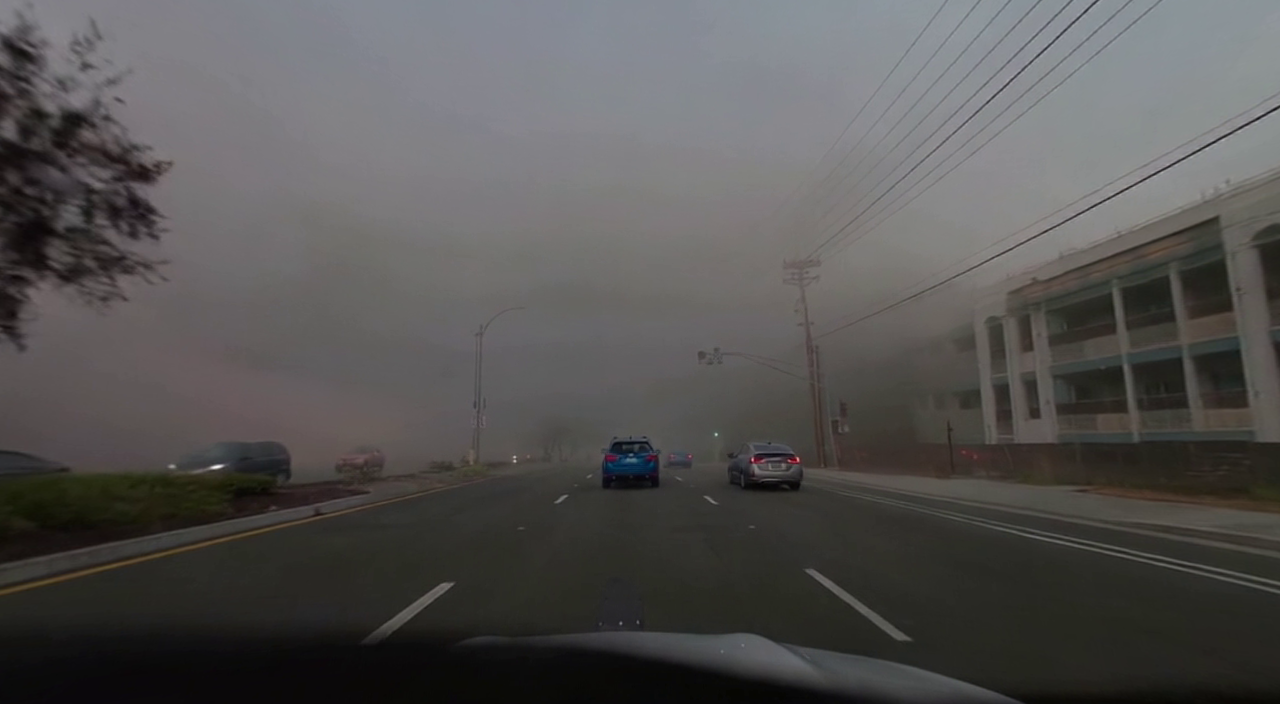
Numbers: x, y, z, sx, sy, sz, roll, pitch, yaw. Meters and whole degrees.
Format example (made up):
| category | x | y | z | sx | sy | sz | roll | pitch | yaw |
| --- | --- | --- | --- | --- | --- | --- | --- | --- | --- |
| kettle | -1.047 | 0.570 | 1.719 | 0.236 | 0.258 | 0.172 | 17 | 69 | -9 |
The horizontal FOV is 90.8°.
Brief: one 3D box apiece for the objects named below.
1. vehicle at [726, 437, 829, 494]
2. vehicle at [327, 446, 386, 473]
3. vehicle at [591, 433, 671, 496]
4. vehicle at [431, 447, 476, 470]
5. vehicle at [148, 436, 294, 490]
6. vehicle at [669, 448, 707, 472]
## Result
| category | x | y | z | sx | sy | sz | roll | pitch | yaw |
| --- | --- | --- | --- | --- | --- | --- | --- | --- | --- |
| vehicle | 4.050 | 3.422 | 19.480 | 2.086 | 1.534 | 4.351 | 0 | -8 | -2 |
| vehicle | -18.709 | 7.089 | 41.935 | 2.006 | 1.690 | 4.548 | 0 | -9 | -3 |
| vehicle | -0.280 | 3.208 | 18.415 | 2.073 | 1.606 | 3.933 | 0 | -8 | -1 |
| vehicle | -14.237 | 8.115 | 48.464 | 2.019 | 1.696 | 4.583 | 0 | -9 | 0 |
| vehicle | -14.330 | 3.809 | 21.993 | 2.064 | 1.676 | 4.332 | 0 | -9 | 0 |
| vehicle | 3.077 | 7.002 | 41.289 | 2.054 | 1.461 | 4.321 | 0 | -8 | -1 |
